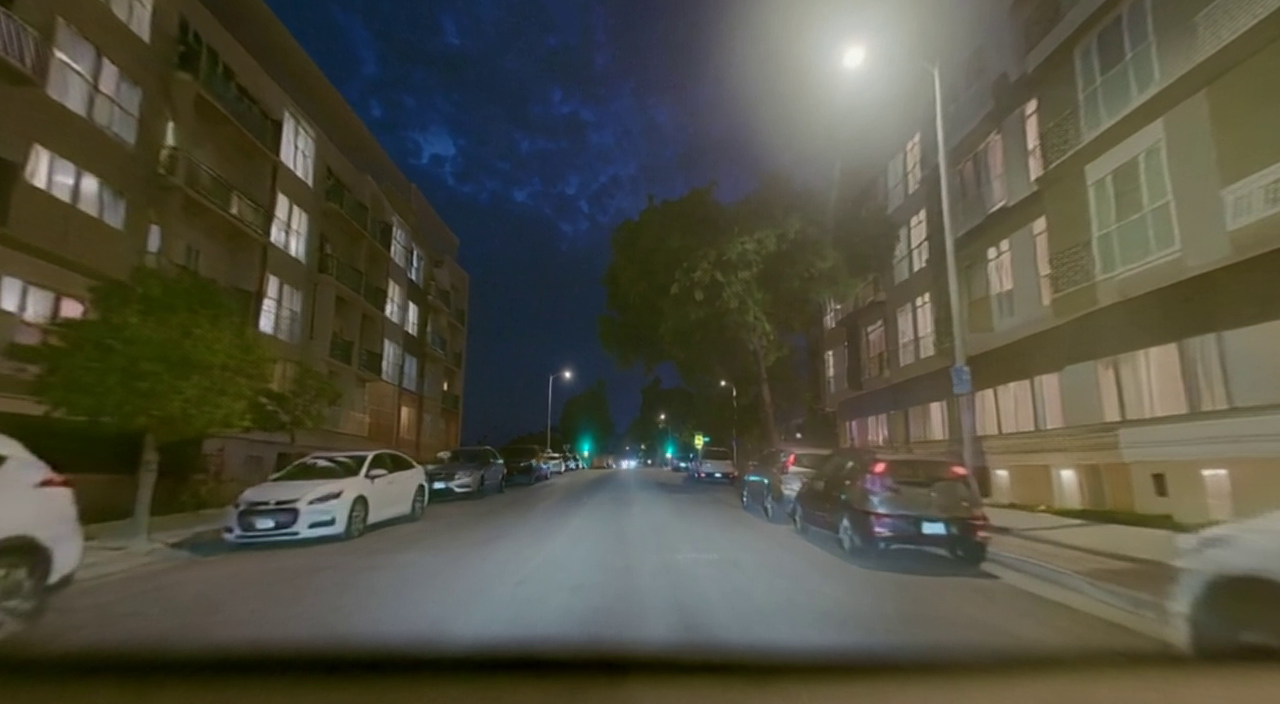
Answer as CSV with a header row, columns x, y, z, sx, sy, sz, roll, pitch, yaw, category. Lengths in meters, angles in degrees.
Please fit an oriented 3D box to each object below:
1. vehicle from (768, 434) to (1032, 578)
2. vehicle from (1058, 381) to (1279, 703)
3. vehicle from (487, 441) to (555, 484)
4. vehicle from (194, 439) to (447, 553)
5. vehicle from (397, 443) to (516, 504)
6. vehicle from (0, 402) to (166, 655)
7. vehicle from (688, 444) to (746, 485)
x,y,z,sx,sy,sz,roll,pitch,yaw,category
3.549,2.168,9.928,1.988,1.652,5.017,0,-8,0,vehicle
3.774,0.787,1.353,2.187,1.699,5.038,0,-8,-2,vehicle
-5.958,5.585,32.338,2.499,2.008,5.293,0,-8,-1,vehicle
-5.699,2.596,12.377,2.256,1.590,5.488,-3,-8,-2,vehicle
-6.037,4.051,21.695,2.431,1.718,5.431,-2,-8,1,vehicle
-5.556,1.054,3.191,2.222,1.735,5.215,0,-8,1,vehicle
3.743,5.557,31.598,2.137,1.848,4.953,0,-8,-2,vehicle
